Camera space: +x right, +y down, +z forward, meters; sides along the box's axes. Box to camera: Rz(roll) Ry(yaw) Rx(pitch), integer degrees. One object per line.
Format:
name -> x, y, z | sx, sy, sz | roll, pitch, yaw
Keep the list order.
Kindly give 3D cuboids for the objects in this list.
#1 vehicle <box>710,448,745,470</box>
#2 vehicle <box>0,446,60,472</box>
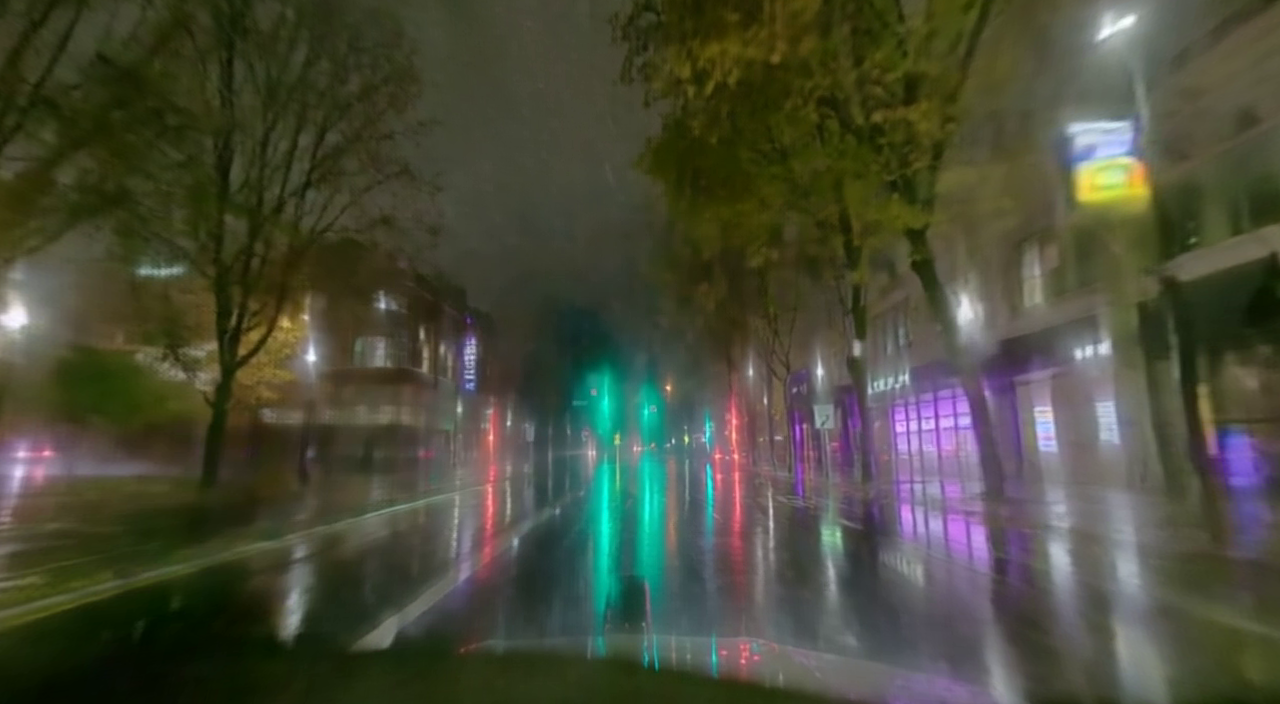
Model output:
vehicle -> 6.461, 7.909, 46.808 | 1.906, 1.523, 4.336 | 0, -9, -1
vehicle -> -44.239, 7.485, 44.188 | 4.973, 1.790, 1.987 | 0, -8, -1
